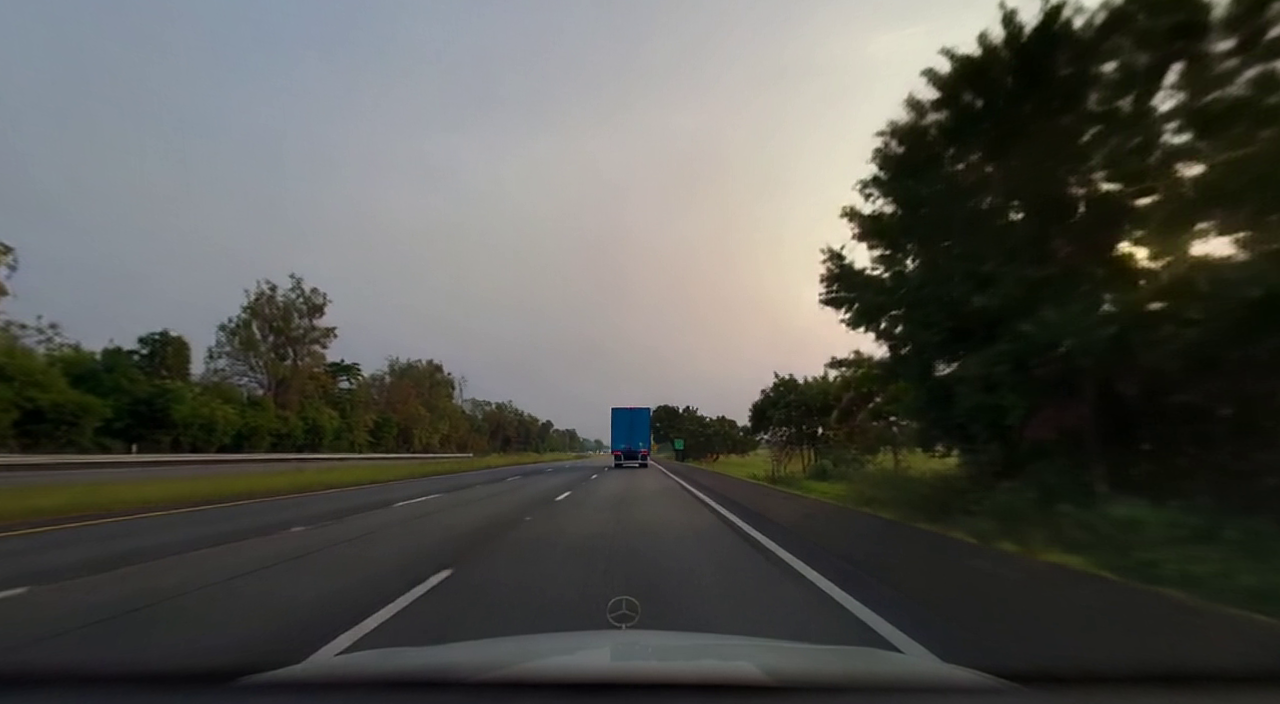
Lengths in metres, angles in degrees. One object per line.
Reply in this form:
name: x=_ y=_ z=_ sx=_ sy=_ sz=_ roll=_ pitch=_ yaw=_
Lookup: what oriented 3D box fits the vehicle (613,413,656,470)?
vehicle: x=-0.498 y=7.073 z=49.308 sx=2.982 sy=3.947 sz=11.075 roll=0 pitch=-9 yaw=-1
